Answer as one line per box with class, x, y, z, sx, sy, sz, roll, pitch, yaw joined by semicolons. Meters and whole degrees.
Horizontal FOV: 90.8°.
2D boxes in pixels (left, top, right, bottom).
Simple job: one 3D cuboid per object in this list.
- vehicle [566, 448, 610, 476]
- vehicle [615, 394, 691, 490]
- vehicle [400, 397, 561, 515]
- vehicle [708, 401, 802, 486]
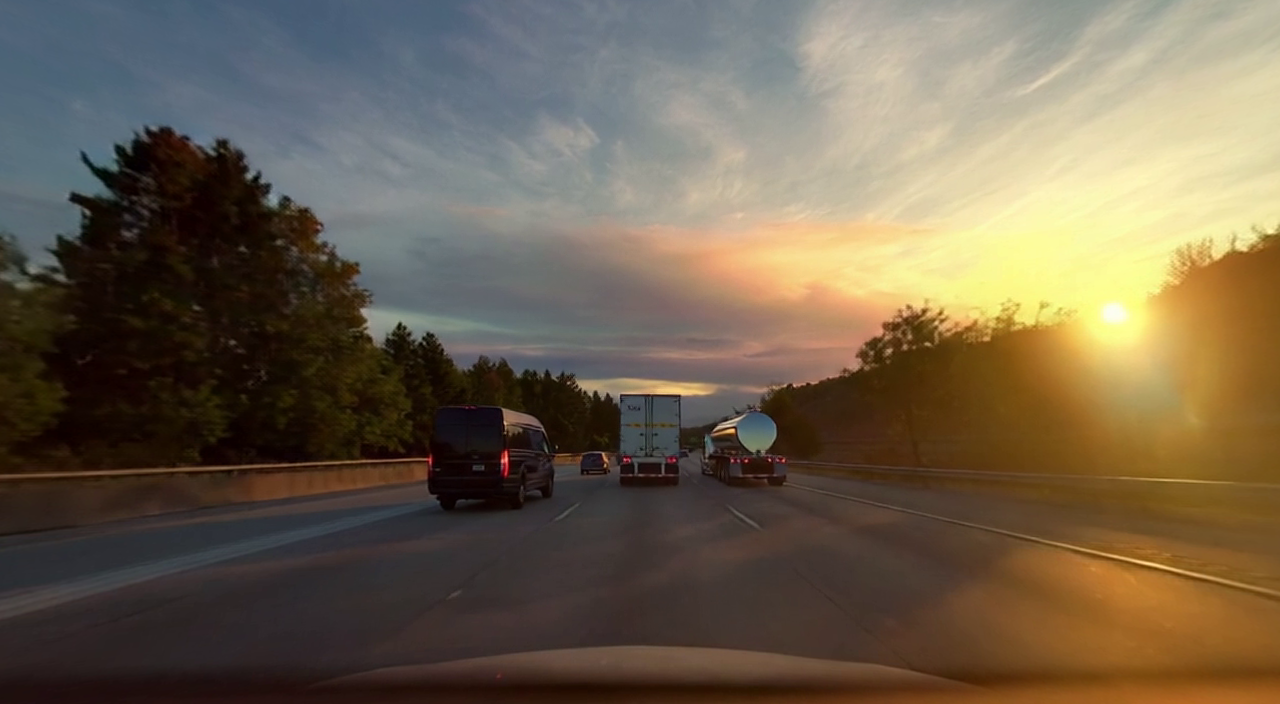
vehicle;-3.175;6.799;39.162;2.134;1.652;4.439;-1;-9;3
vehicle;0.286;4.004;27.579;2.773;3.455;9.118;0;-9;-2
vehicle;-3.898;2.776;17.040;2.525;2.572;6.260;0;-9;2
vehicle;5.357;4.668;31.867;2.706;3.500;11.483;0;-9;1
